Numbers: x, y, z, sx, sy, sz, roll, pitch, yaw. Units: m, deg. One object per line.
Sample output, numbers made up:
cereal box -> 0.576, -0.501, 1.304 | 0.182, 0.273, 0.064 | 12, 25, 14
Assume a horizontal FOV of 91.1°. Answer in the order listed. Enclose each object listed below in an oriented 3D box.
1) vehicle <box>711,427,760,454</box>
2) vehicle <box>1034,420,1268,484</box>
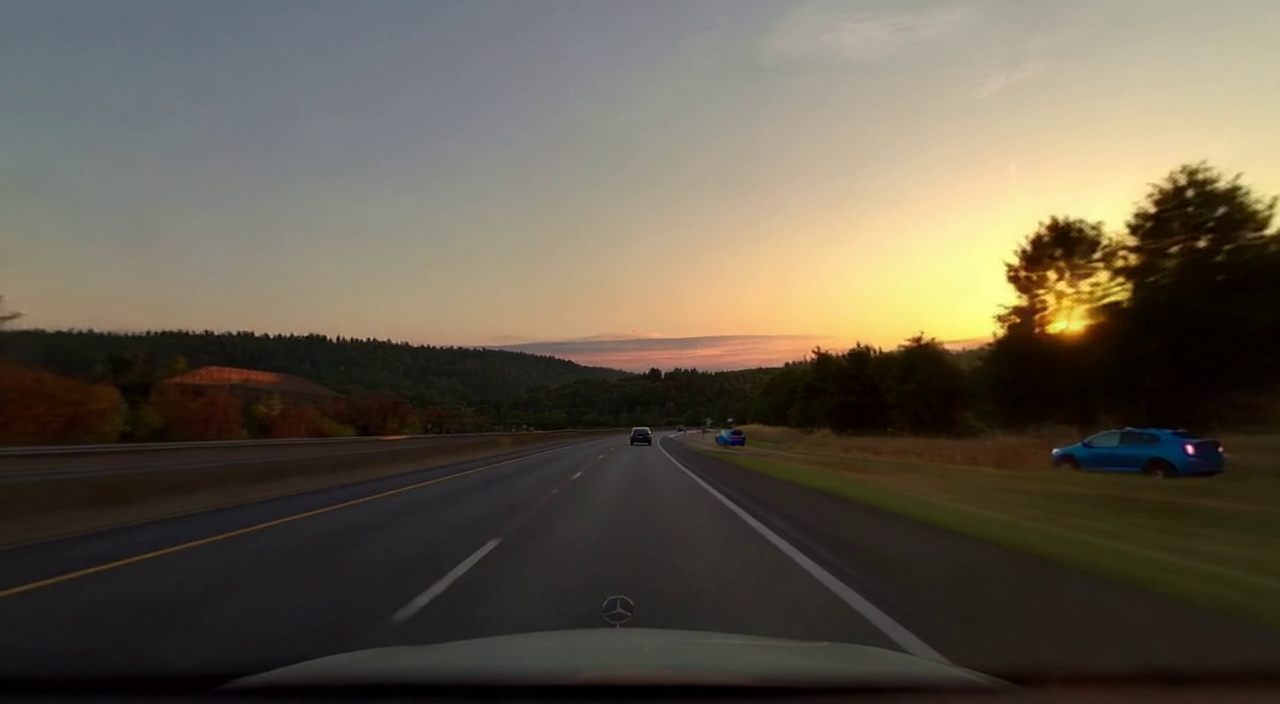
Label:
vehicle -> 5.809, 5.422, 38.592 | 1.765, 1.510, 3.762 | 2, -8, -12
vehicle -> 13.627, 2.655, 17.120 | 1.992, 1.486, 4.406 | 4, -9, -26
